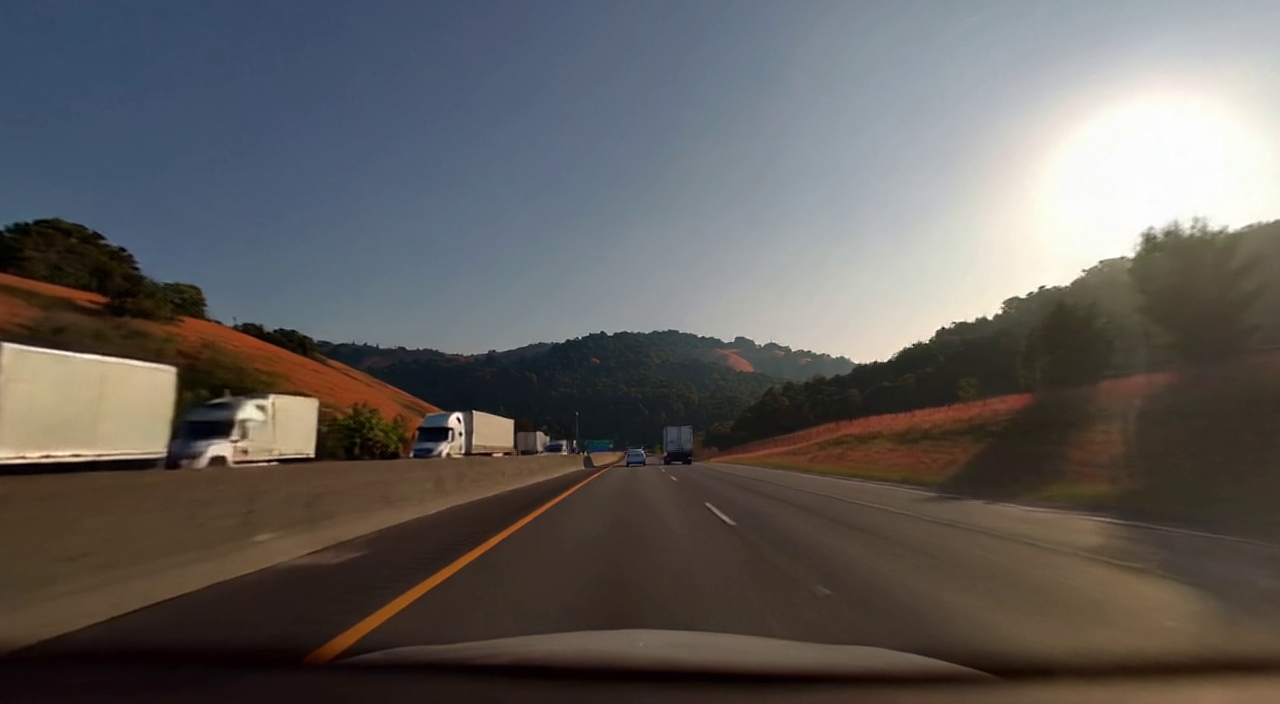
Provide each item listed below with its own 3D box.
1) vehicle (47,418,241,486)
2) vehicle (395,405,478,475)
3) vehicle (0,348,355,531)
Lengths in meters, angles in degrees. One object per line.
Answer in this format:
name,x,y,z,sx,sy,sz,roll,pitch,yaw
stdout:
vehicle,-12.717,2.599,16.549,2.082,1.570,3.684,0,-9,-1
vehicle,-12.426,5.489,39.268,2.951,3.988,6.237,0,-9,0
vehicle,-12.754,2.665,18.961,2.668,3.618,12.856,0,-9,-1
